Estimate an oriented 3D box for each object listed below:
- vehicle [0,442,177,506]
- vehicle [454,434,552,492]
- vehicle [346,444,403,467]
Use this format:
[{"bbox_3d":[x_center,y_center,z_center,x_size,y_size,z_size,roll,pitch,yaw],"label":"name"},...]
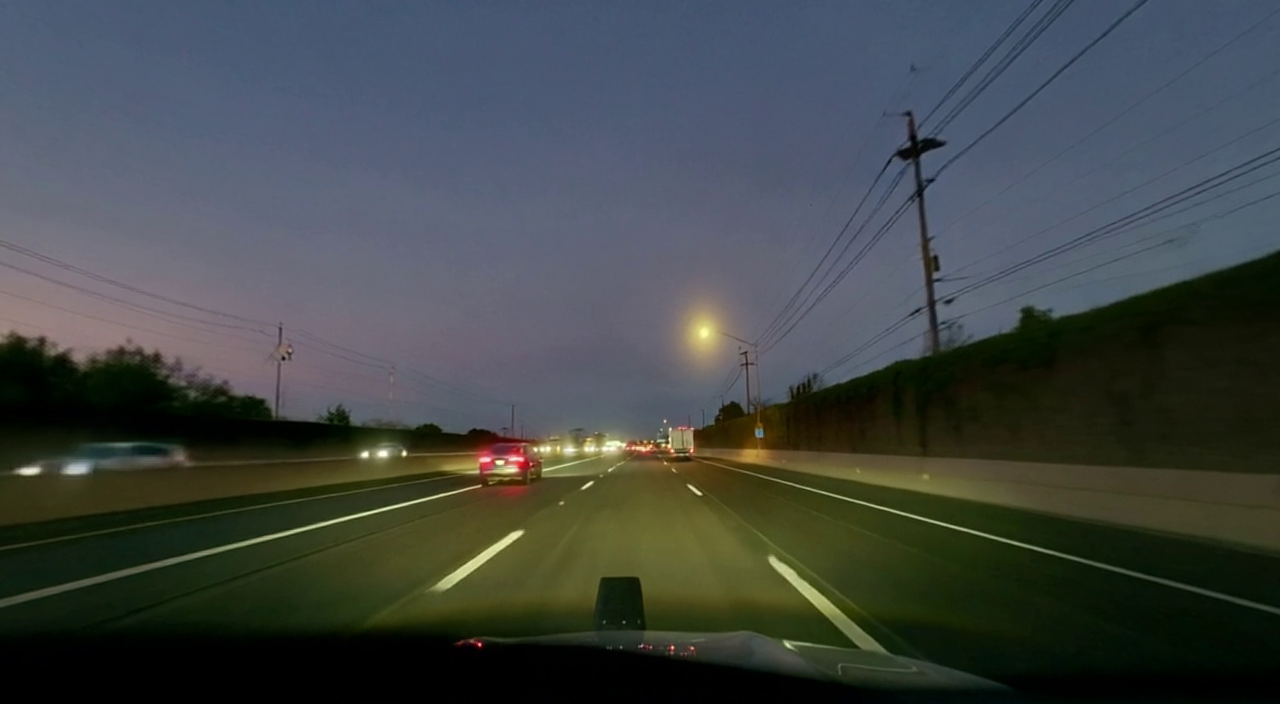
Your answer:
[{"bbox_3d":[-15.016,3.181,16.927,1.890,1.476,4.274,0,-8,0],"label":"vehicle"},{"bbox_3d":[-4.229,3.499,20.222,2.064,1.642,4.389,0,-8,1],"label":"vehicle"},{"bbox_3d":[-18.870,7.353,45.029,1.926,1.571,4.680,0,-8,1],"label":"vehicle"}]
